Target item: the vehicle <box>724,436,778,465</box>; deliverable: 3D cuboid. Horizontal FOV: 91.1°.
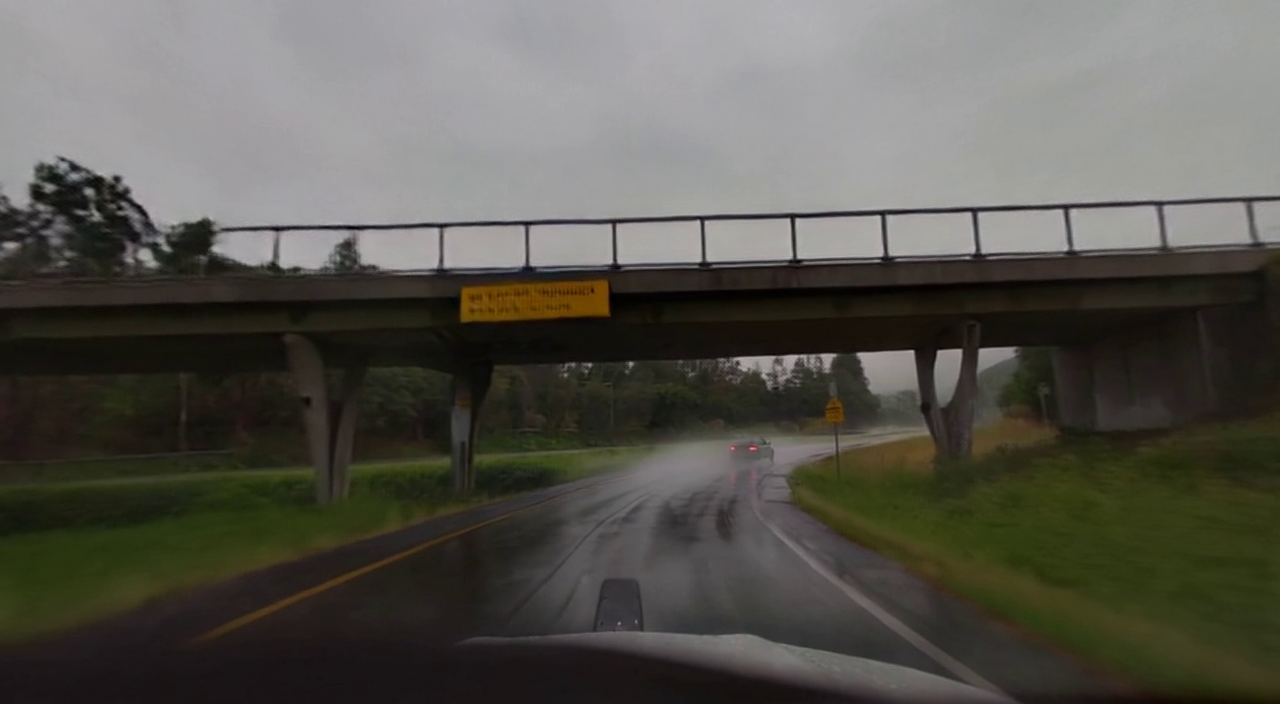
[{"bbox_3d":[6.065,5.314,34.022,1.980,1.449,3.650,-4,-10,23],"label":"vehicle"}]
